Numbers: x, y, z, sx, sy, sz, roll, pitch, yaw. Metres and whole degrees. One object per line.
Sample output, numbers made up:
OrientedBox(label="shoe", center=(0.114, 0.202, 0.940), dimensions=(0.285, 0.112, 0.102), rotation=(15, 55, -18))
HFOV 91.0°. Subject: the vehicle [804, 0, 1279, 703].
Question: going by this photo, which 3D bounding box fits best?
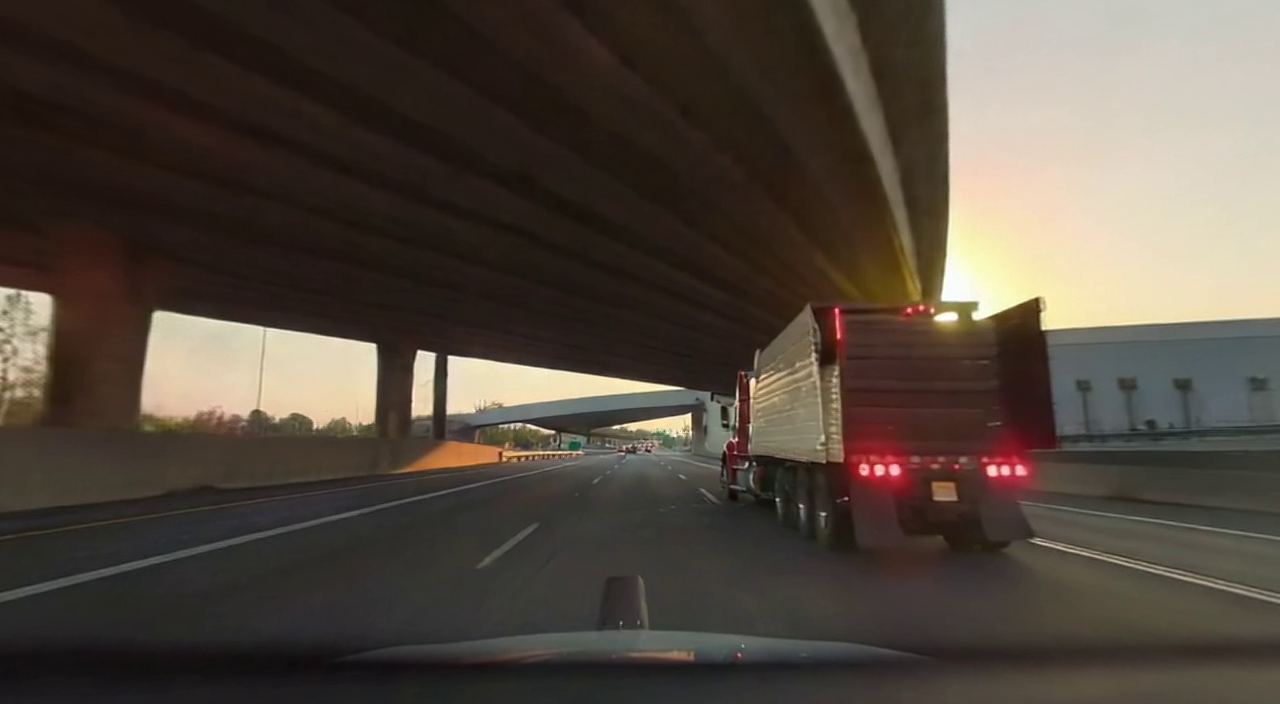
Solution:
OrientedBox(label="vehicle", center=(3.750, -0.592, 0.856), dimensions=(2.949, 4.149, 16.046), rotation=(0, -9, 1))
